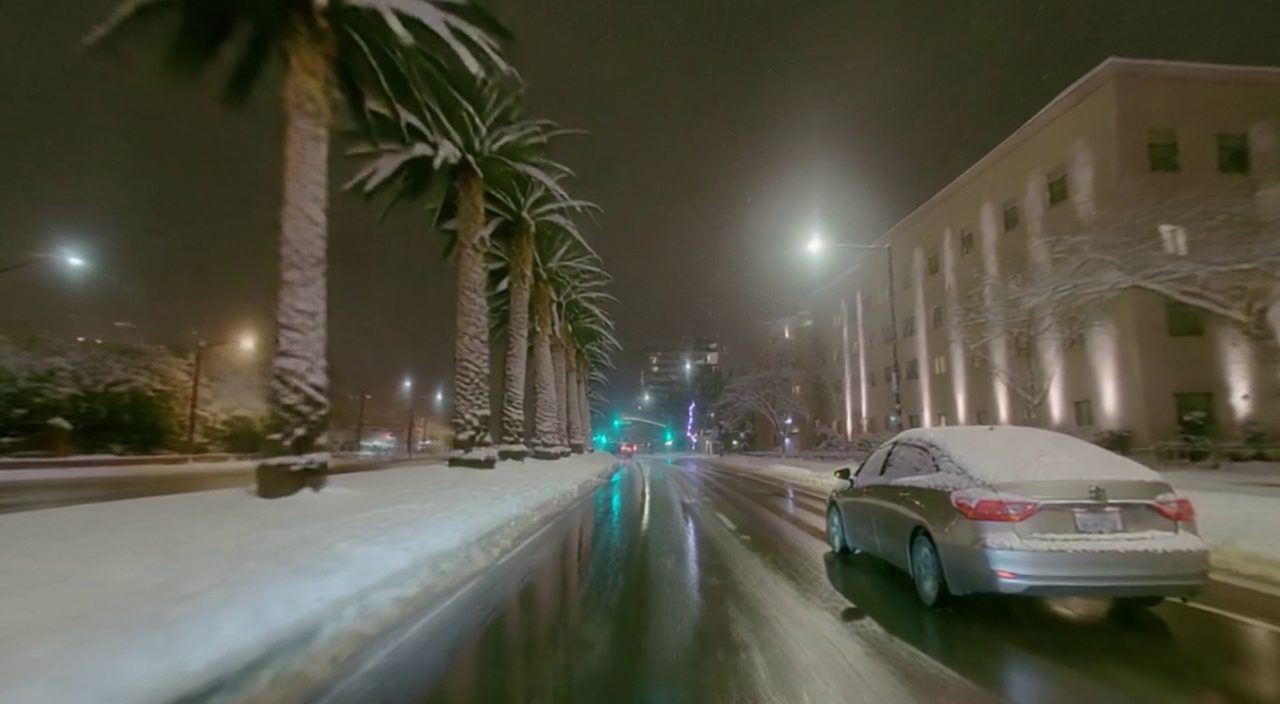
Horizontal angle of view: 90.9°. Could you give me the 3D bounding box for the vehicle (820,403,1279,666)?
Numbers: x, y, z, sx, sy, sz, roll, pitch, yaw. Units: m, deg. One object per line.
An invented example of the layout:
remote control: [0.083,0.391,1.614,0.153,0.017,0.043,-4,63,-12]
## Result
vehicle: [3.303,1.394,5.990,1.867,1.554,4.301,0,-8,-1]
